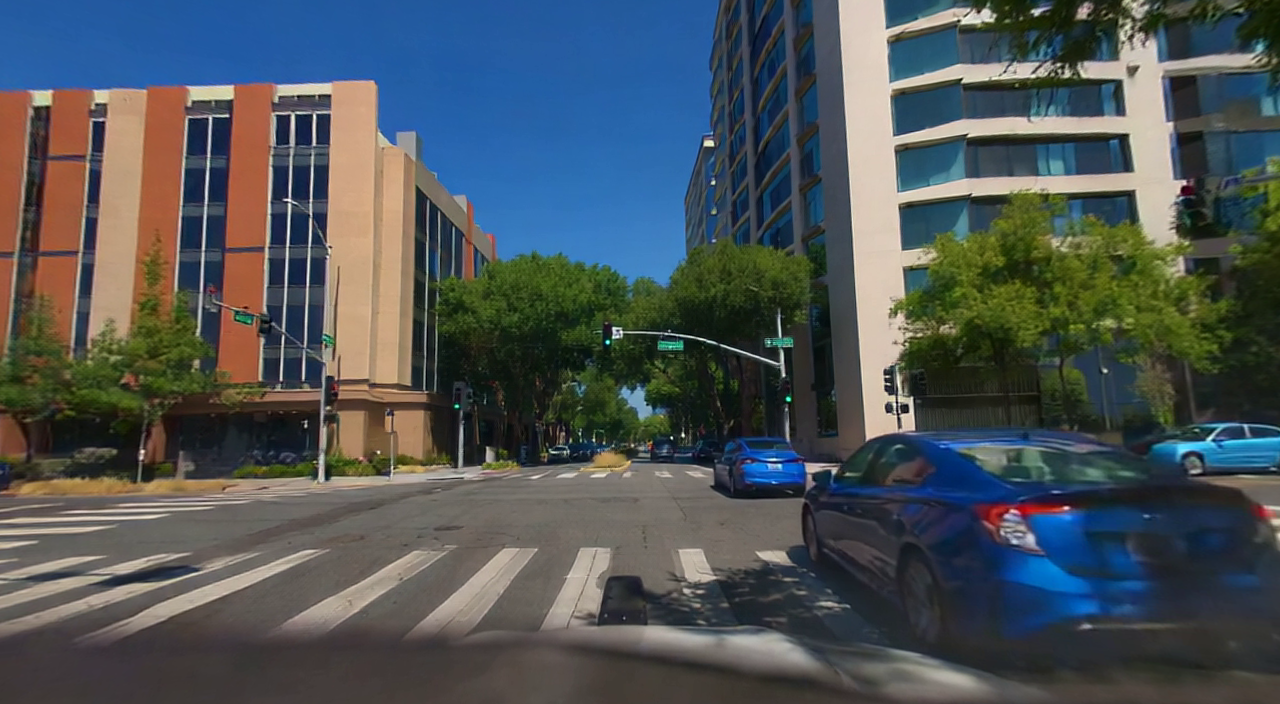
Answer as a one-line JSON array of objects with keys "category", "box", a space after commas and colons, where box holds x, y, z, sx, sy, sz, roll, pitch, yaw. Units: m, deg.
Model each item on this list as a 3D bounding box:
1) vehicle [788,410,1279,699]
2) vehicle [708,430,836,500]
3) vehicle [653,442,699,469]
[{"category": "vehicle", "box": [2.862, 1.367, 5.508, 2.039, 1.470, 4.355, 0, -8, -1]}, {"category": "vehicle", "box": [3.015, 2.702, 15.481, 2.009, 1.443, 4.509, 0, -8, -2]}, {"category": "vehicle", "box": [1.918, 5.717, 35.079, 2.040, 1.421, 4.550, 0, -8, -3]}]
